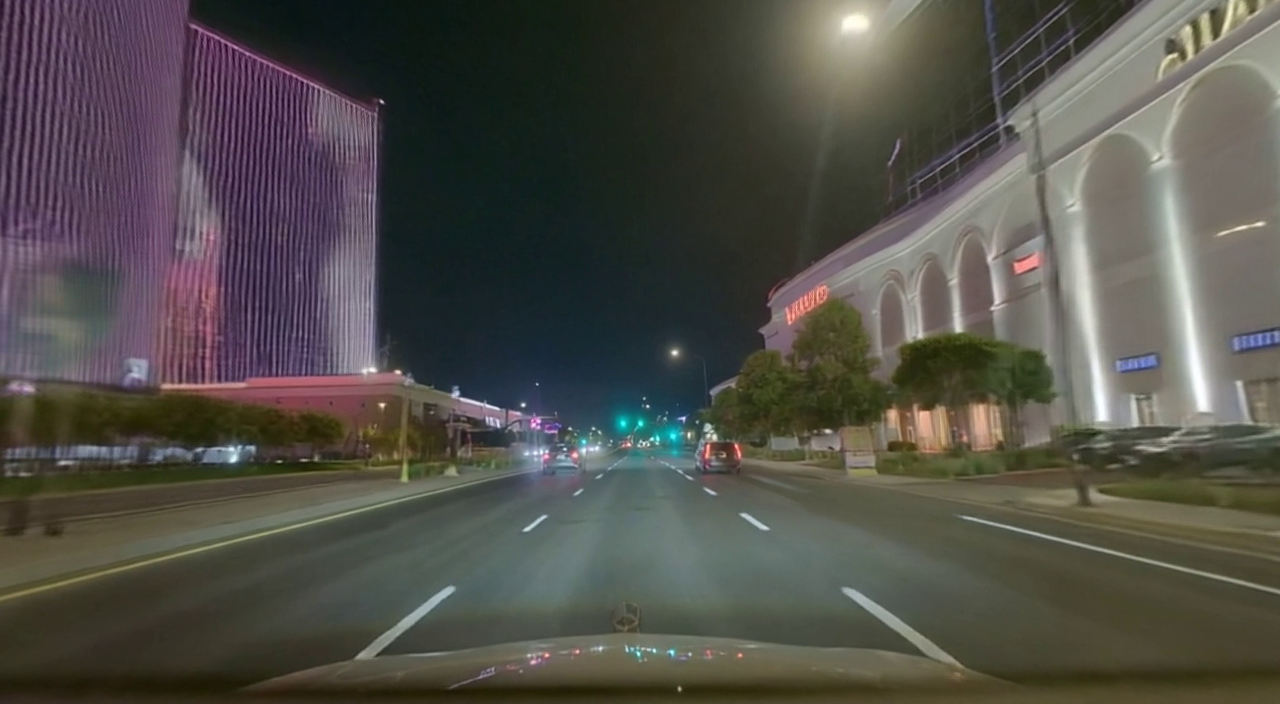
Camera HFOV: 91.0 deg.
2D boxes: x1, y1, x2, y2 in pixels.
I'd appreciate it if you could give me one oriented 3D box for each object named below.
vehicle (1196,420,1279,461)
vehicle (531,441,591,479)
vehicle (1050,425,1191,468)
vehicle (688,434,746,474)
[{"bbox_3d":[23.642,3.293,23.458,1.769,1.445,4.333,0,-8,-2],"label":"vehicle"},{"bbox_3d":[-3.331,4.635,27.288,2.005,1.477,4.169,0,-8,0],"label":"vehicle"},{"bbox_3d":[17.649,3.504,23.424,1.830,1.444,4.386,0,-8,1],"label":"vehicle"},{"bbox_3d":[3.518,4.742,29.456,2.083,1.743,4.354,0,-8,-1],"label":"vehicle"}]
